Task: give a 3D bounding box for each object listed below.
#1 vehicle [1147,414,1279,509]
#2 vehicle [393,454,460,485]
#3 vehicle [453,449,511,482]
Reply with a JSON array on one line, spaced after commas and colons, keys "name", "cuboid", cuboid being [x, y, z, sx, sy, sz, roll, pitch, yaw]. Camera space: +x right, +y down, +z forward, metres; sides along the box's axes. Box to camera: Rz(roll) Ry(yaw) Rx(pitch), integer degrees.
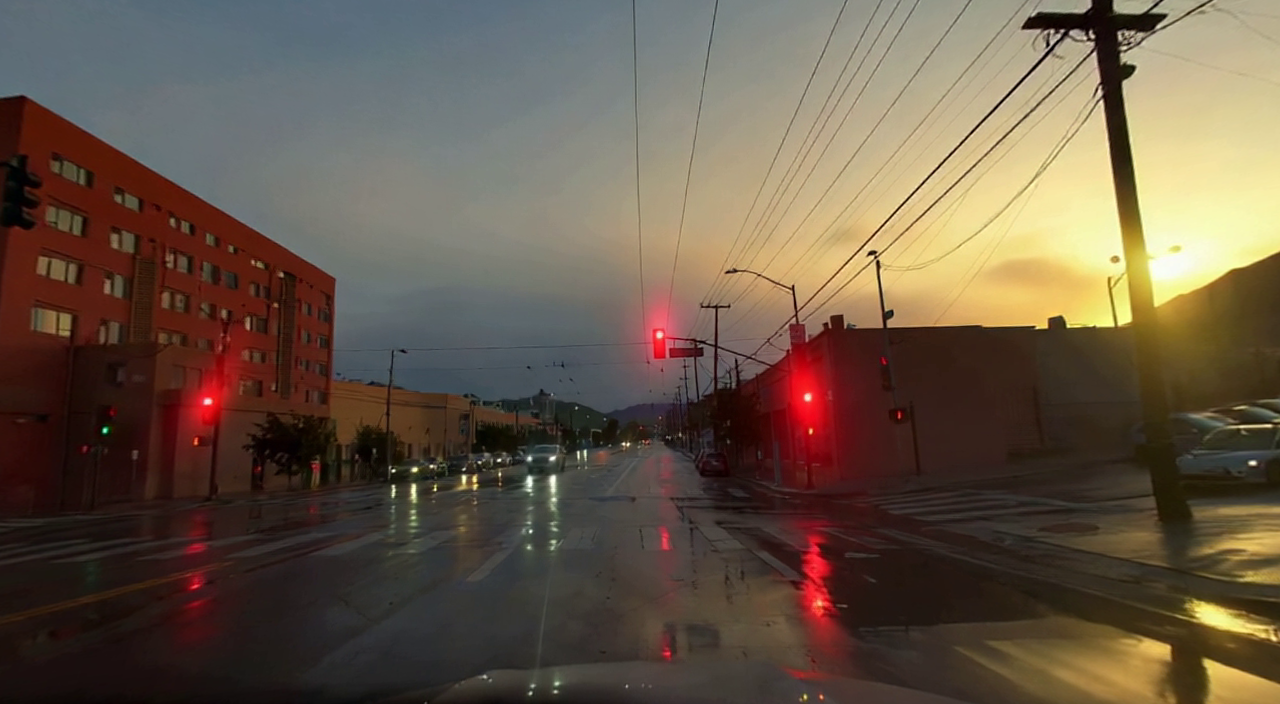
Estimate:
[{"name": "vehicle", "cuboid": [12.781, 2.197, 12.775, 3.234, 1.746, 1.941, 0, -9, 1]}, {"name": "vehicle", "cuboid": [-12.031, 6.618, 35.808, 1.943, 1.574, 4.727, 0, -9, 3]}, {"name": "vehicle", "cuboid": [-8.723, 6.296, 35.140, 2.020, 1.672, 3.842, 0, -9, 3]}]
